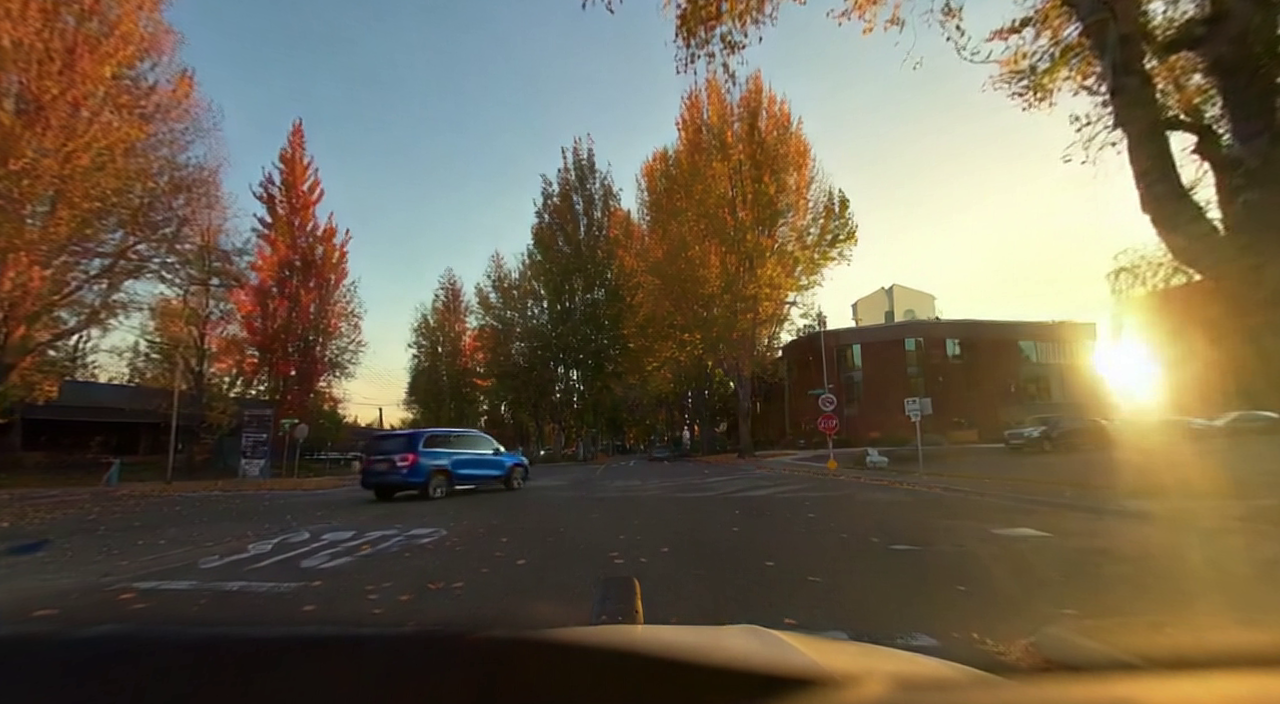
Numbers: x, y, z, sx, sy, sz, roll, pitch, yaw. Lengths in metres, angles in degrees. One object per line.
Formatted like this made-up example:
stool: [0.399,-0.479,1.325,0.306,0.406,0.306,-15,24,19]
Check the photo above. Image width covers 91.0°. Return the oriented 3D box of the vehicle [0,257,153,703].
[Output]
vehicle: [-3.478,0.416,0.696,2.145,2.038,4.656,0,-8,-1]

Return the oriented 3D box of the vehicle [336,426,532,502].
vehicle: [-6.182,3.424,19.805,2.284,2.012,5.607,-5,-10,32]
